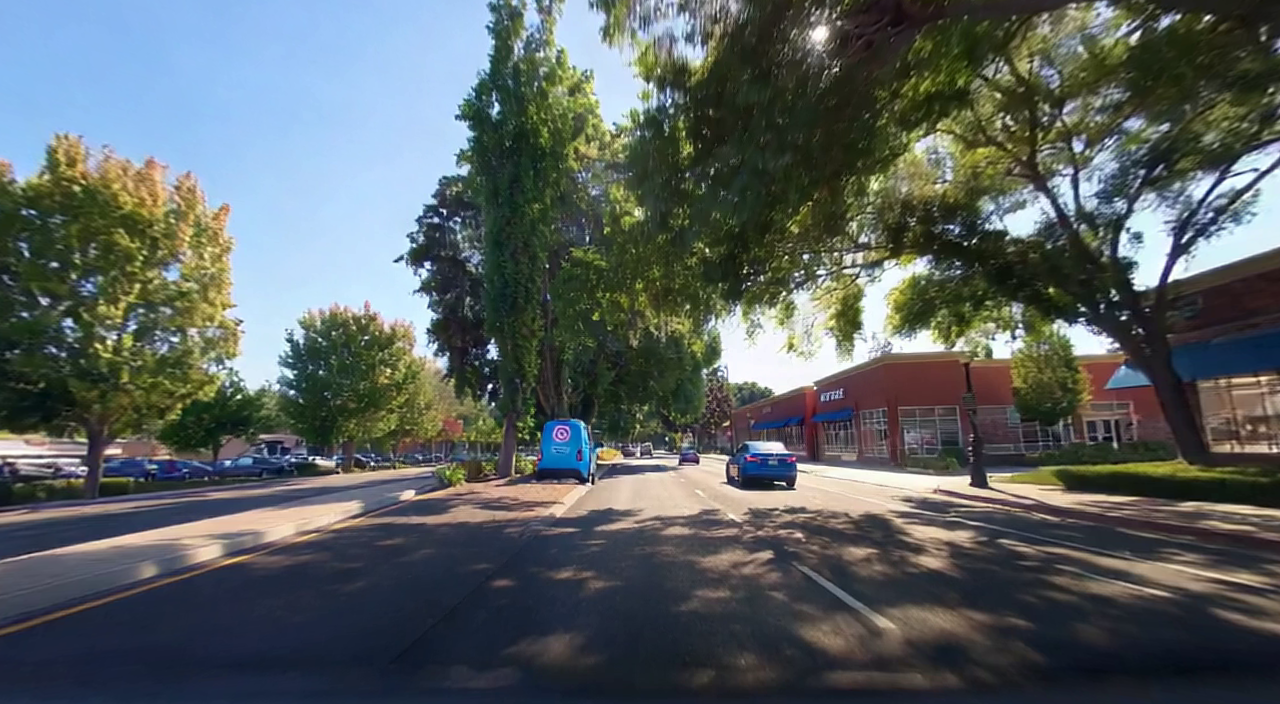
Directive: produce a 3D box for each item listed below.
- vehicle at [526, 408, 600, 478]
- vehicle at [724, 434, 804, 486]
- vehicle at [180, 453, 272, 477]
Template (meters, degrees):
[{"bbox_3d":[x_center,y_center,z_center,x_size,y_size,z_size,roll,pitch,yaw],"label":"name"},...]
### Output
[{"bbox_3d":[-3.265,4.072,28.126,2.443,2.784,5.862,0,-9,1],"label":"vehicle"},{"bbox_3d":[4.262,3.784,22.381,1.869,1.646,4.166,0,-9,-2],"label":"vehicle"},{"bbox_3d":[-31.872,8.675,48.822,5.692,1.725,2.144,5,-10,-33],"label":"vehicle"}]
